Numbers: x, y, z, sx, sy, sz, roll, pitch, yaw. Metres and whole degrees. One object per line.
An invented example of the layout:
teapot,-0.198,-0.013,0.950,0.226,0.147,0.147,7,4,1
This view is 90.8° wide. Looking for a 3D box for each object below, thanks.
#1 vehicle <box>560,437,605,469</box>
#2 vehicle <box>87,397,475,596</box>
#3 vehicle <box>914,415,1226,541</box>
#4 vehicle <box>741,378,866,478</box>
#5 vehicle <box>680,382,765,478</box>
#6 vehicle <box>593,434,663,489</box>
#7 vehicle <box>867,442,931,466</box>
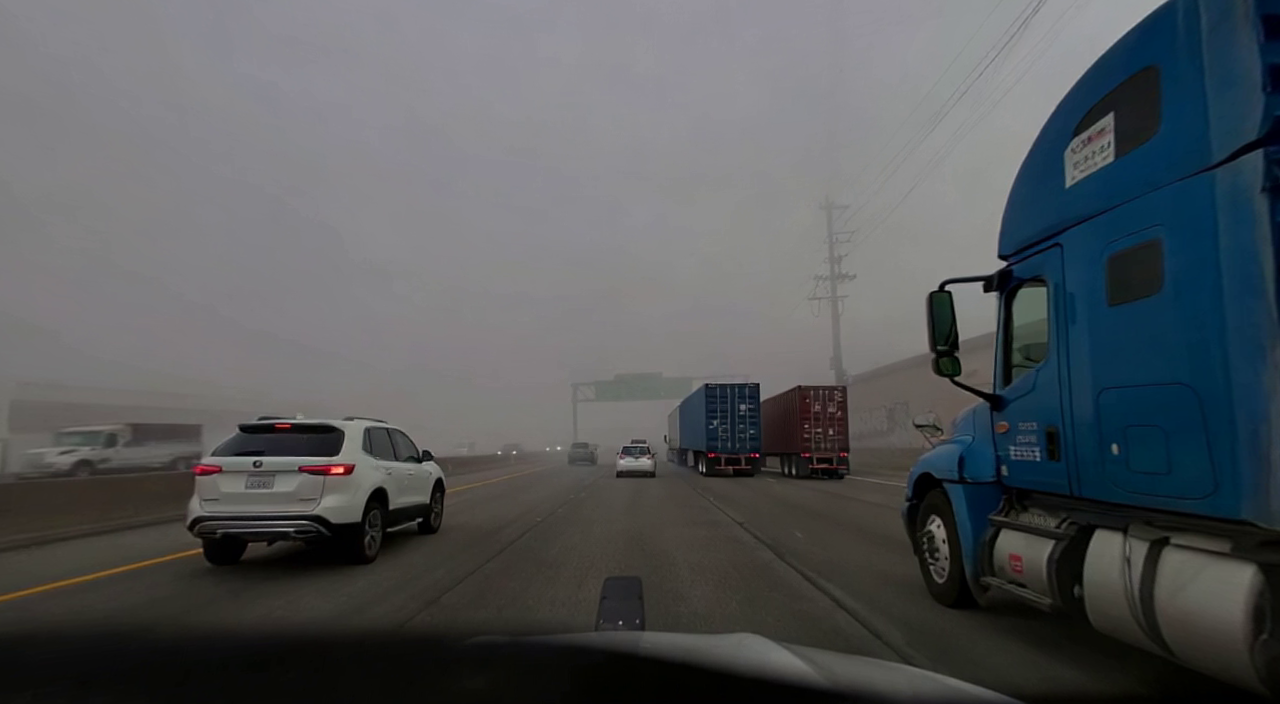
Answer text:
vehicle,-3.484,6.267,39.193,2.243,1.820,4.473,0,-9,1
vehicle,-3.891,1.666,8.140,2.264,1.804,4.584,0,-9,0
vehicle,6.989,2.100,11.142,2.202,1.731,4.628,0,-9,0
vehicle,7.663,4.046,32.097,2.868,4.017,12.827,0,-9,0
vehicle,3.902,4.264,33.280,2.800,4.039,13.179,0,-9,0
vehicle,-0.388,3.736,21.836,2.191,1.685,4.015,0,-9,-1
vehicle,19.450,7.697,47.832,2.470,1.666,6.285,-1,-9,3
